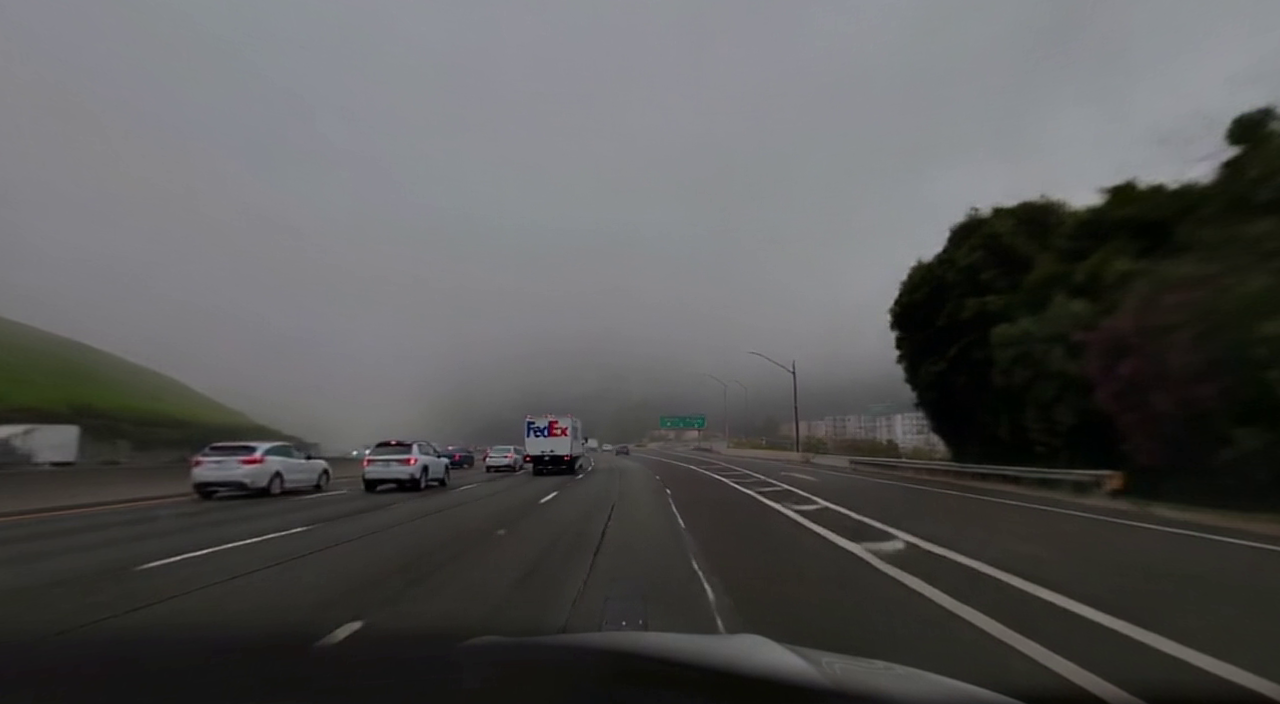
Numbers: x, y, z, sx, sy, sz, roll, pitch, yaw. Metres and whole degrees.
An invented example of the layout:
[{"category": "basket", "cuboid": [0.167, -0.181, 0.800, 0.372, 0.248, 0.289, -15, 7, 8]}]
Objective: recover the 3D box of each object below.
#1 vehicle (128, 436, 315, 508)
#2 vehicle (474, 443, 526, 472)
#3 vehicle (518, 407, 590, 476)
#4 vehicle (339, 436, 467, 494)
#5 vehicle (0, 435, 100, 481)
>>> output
[{"category": "vehicle", "cuboid": [-11.735, 3.362, 18.236, 2.188, 1.784, 4.724, 0, -8, -1]}, {"category": "vehicle", "cuboid": [-8.437, 6.379, 38.438, 2.143, 1.628, 4.559, 0, -8, -1]}, {"category": "vehicle", "cuboid": [-4.374, 4.794, 33.712, 2.798, 3.212, 7.573, 0, -8, 0]}, {"category": "vehicle", "cuboid": [-7.954, 3.843, 21.872, 2.461, 1.767, 4.991, 0, -8, 0]}, {"category": "vehicle", "cuboid": [-33.201, 5.586, 33.569, 2.677, 2.234, 7.185, 0, -8, -2]}]
